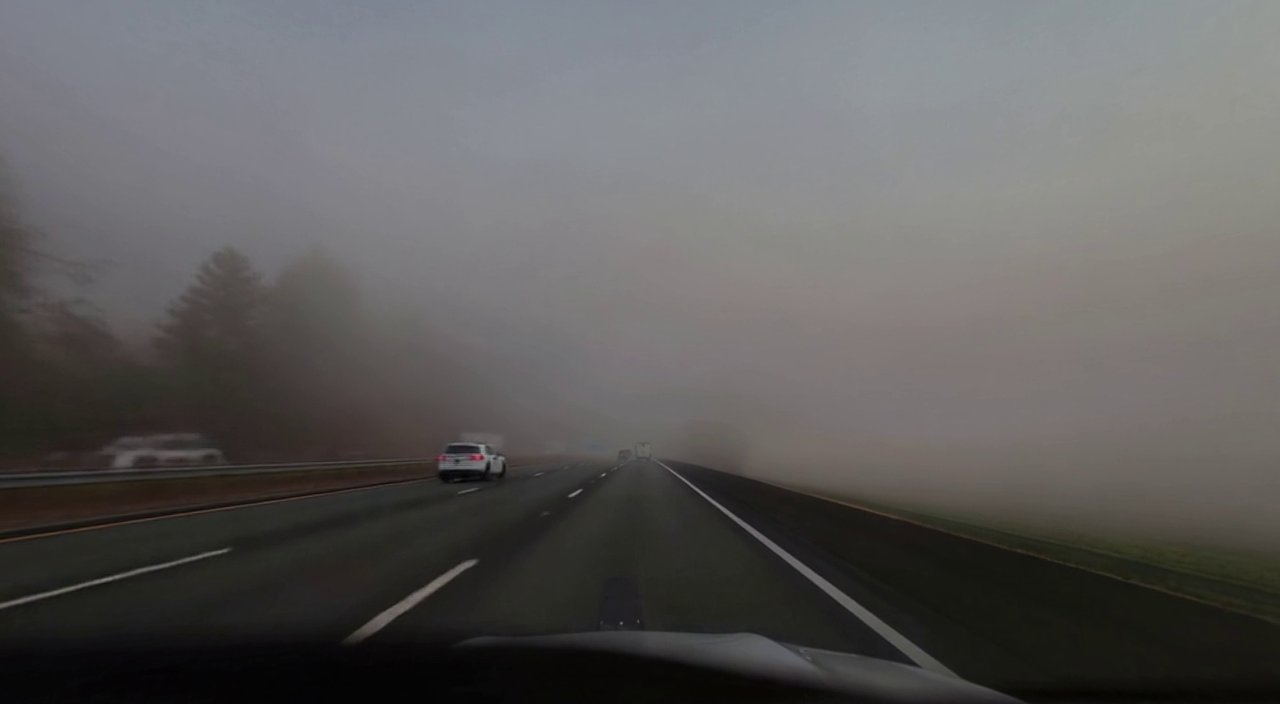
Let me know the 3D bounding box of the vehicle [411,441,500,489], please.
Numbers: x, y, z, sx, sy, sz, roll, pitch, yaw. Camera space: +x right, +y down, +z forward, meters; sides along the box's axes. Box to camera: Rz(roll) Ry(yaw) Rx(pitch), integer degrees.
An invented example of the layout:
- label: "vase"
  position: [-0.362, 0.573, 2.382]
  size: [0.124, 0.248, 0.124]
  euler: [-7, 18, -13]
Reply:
- label: "vehicle"
  position: [-6.943, 4.294, 24.283]
  size: [2.115, 1.664, 4.259]
  euler: [0, -9, 0]

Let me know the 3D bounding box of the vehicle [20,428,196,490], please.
- label: "vehicle"
  position: [-19.060, 3.849, 23.005]
  size: [2.181, 1.998, 4.770]
  euler: [0, -9, 0]
